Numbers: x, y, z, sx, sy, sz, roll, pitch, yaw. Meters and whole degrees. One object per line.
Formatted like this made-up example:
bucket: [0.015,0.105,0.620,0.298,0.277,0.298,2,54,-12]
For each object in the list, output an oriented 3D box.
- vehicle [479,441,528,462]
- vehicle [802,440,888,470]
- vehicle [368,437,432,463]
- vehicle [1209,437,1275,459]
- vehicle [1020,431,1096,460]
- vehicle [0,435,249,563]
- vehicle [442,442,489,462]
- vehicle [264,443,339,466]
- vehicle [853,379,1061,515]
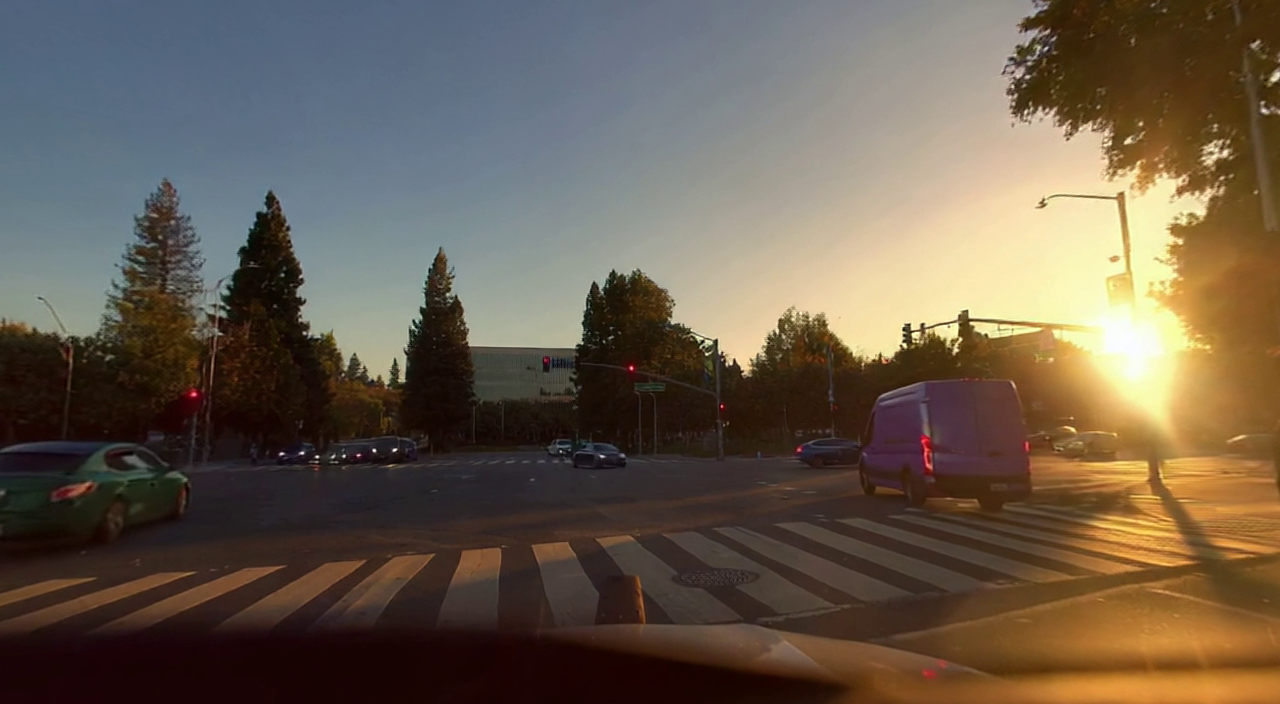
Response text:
vehicle: [-10.145,7.463,47.388,2.097,1.484,4.596,-1,-9,8]
vehicle: [10.117,5.137,31.469,3.909,1.409,1.907,-2,-9,14]
vehicle: [-17.375,7.151,46.012,2.189,1.753,4.785,-1,-9,8]
vehicle: [41.770,6.657,43.810,4.413,1.485,1.860,4,-10,-28]
vehicle: [28.140,6.263,42.504,4.662,1.840,2.055,4,-9,-26]
vehicle: [-7.802,1.941,9.314,1.824,1.414,4.597,2,-8,-10]
vehicle: [-13.172,7.595,47.863,1.845,1.426,4.289,-1,-9,8]
vehicle: [-21.832,6.640,40.990,1.859,1.415,4.591,-1,-9,8]
vehicle: [6.807,2.157,14.505,2.332,2.511,5.326,-1,-9,5]
